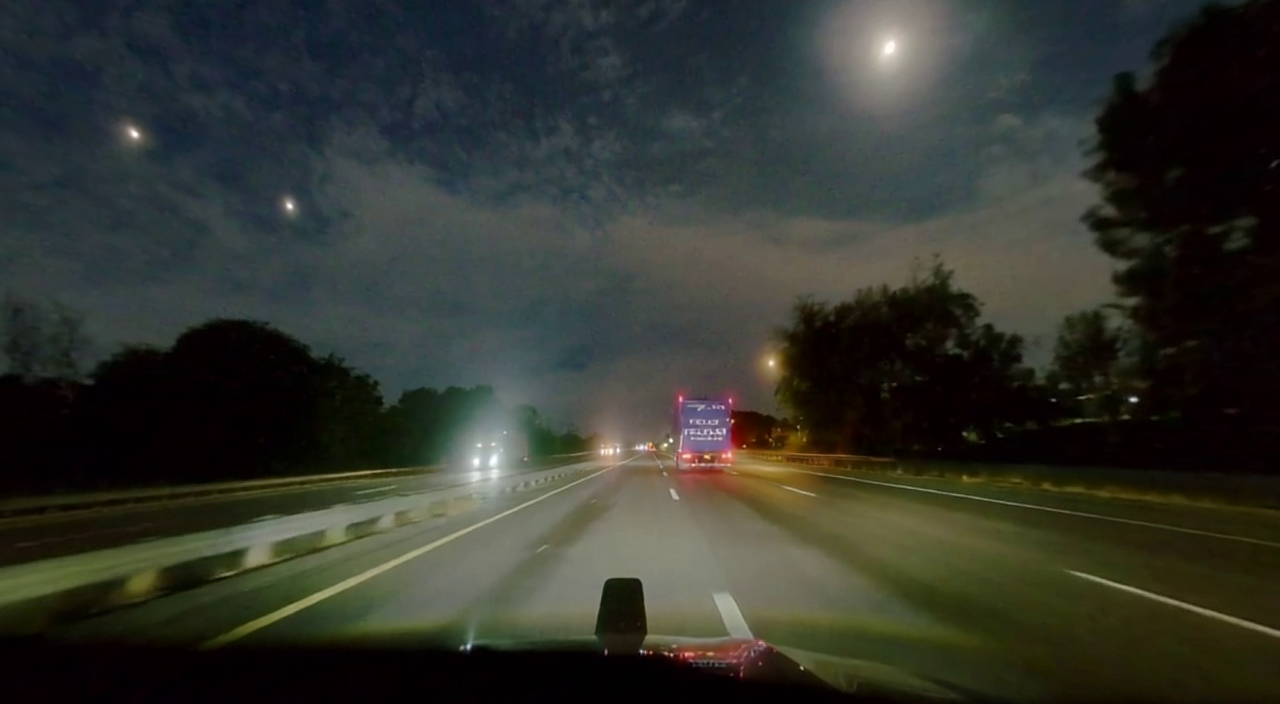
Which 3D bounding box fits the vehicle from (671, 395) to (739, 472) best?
[{"bbox_3d":[3.916,5.469,41.244,3.341,4.269,12.252,0,-9,1],"label":"vehicle"}]
